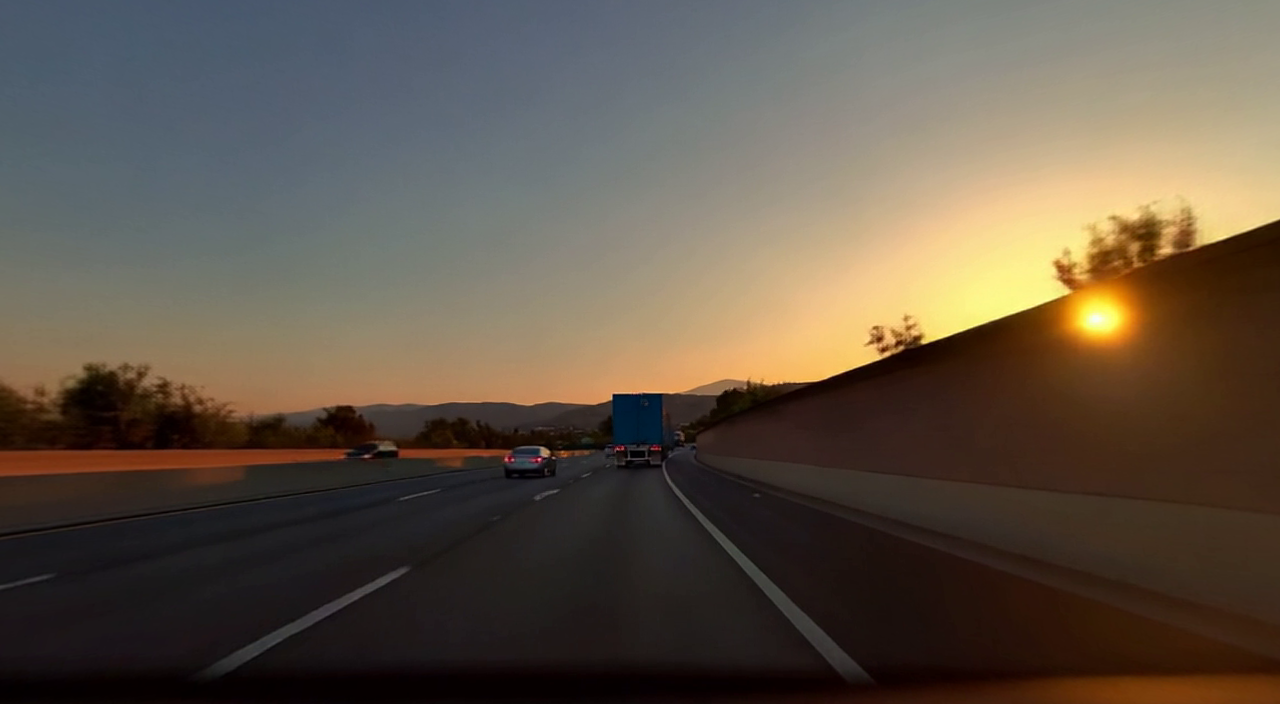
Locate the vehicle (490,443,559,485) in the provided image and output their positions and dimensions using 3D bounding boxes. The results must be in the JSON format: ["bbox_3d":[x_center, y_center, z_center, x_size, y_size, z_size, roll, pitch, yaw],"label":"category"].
[{"bbox_3d":[-4.434,4.347,24.630,1.895,1.500,3.808,0,-9,1],"label":"vehicle"}]

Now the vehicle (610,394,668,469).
[{"bbox_3d":[-0.021,5.194,39.902,3.123,4.094,10.812,0,-9,0],"label":"vehicle"}]
